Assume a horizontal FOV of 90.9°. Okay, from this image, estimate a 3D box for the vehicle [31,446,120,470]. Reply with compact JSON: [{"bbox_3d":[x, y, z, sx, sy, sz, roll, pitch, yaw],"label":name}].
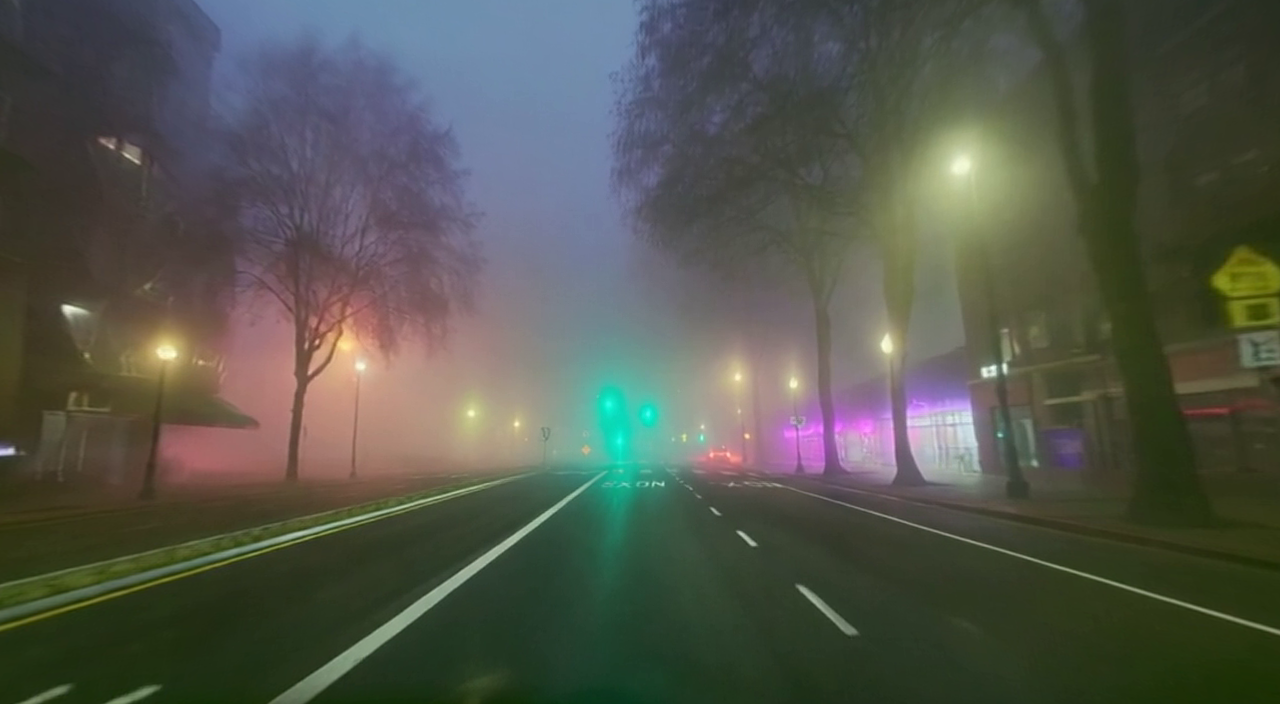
[{"bbox_3d":[-44.167,8.290,49.415,4.973,1.790,1.987,0,-8,-1],"label":"vehicle"}]
